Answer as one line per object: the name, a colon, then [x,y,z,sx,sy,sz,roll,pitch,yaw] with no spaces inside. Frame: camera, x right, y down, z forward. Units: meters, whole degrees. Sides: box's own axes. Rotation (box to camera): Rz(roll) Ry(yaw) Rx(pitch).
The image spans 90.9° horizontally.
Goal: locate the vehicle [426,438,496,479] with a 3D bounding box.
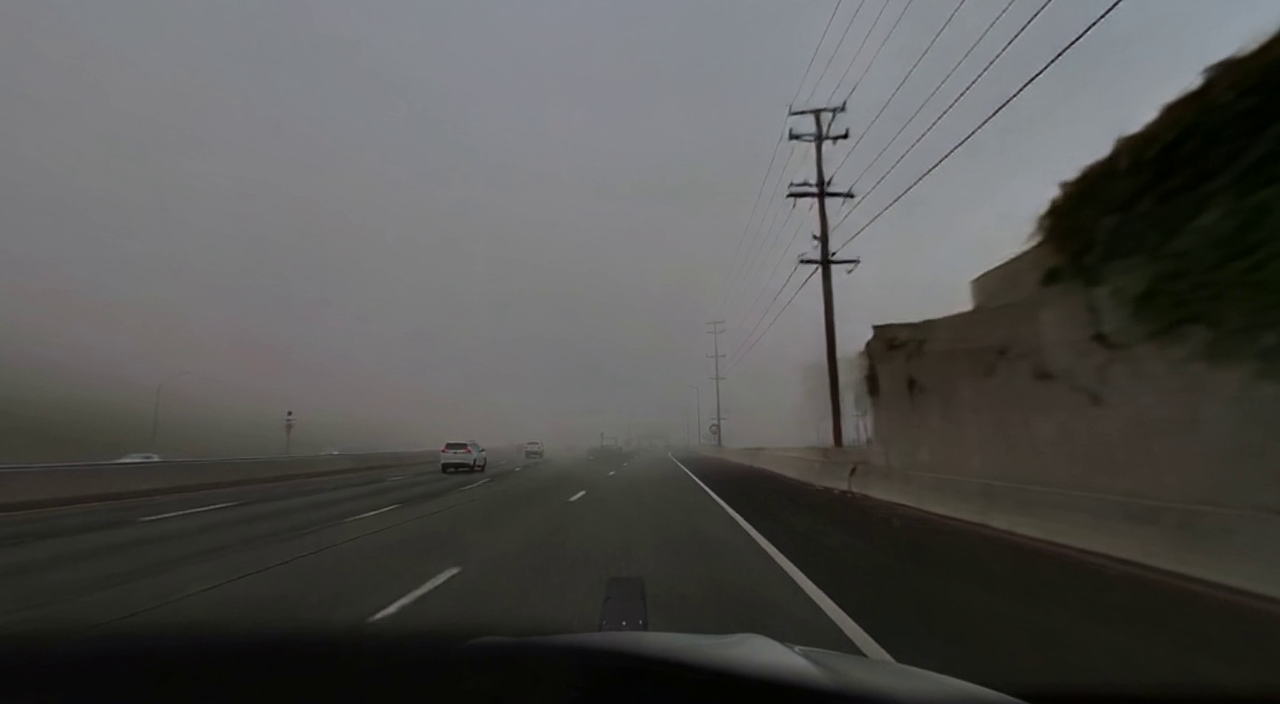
vehicle: [-7.603,4.569,27.218,2.029,1.609,3.935,0,-8,-3]
